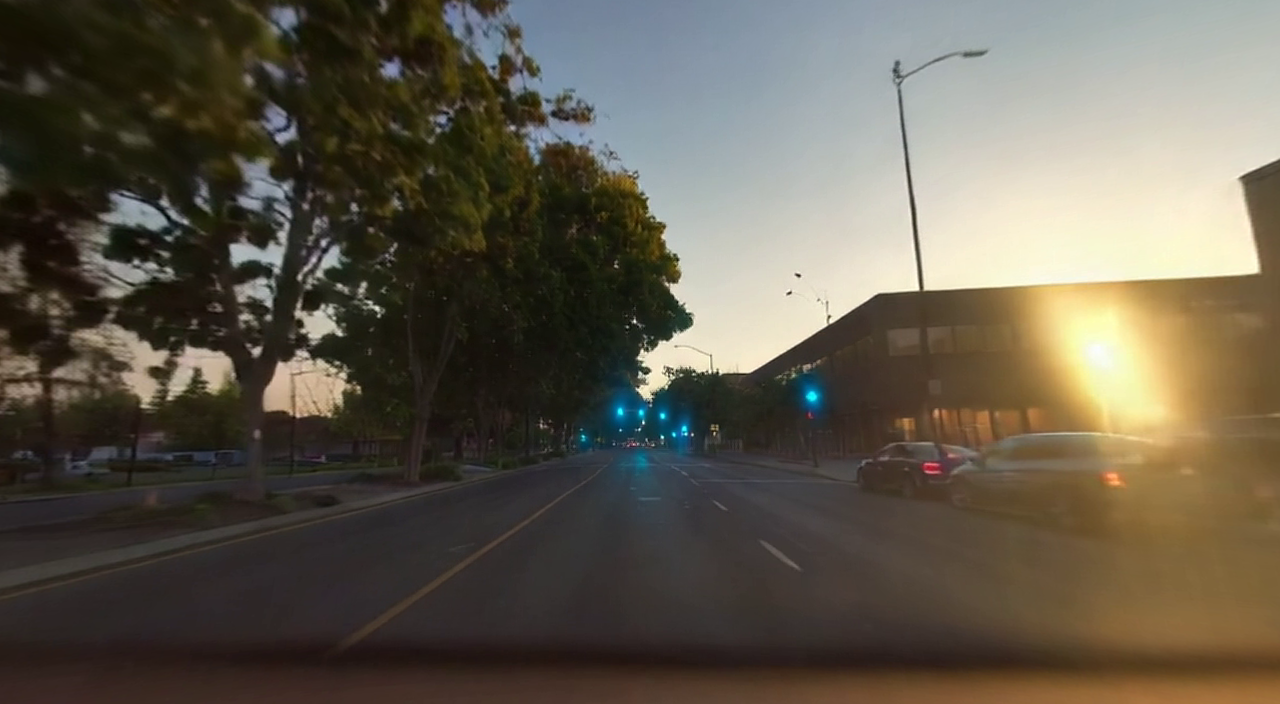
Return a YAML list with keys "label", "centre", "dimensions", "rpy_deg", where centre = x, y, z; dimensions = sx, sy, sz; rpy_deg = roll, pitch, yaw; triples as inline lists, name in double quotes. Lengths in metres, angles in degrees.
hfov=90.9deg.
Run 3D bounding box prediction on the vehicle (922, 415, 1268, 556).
- label: "vehicle"
  centre: [6.587, 1.969, 10.086]
  dimensions: [1.980, 1.675, 4.854]
  rpy_deg: [-1, -8, 2]
